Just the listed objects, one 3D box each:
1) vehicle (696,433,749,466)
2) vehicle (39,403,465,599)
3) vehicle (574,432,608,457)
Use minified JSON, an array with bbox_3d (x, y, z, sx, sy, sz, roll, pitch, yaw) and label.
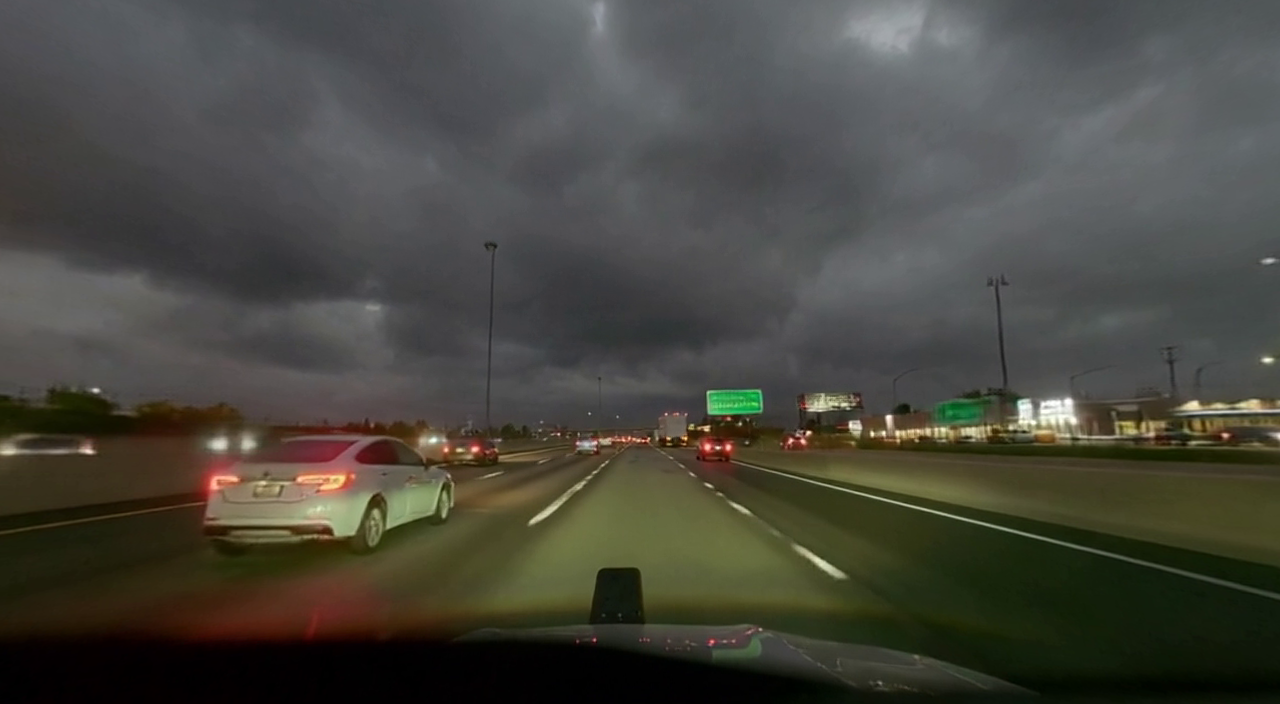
[{"bbox_3d":[4.145,5.014,32.352,2.135,1.532,4.506,1,-9,0],"label":"vehicle"},{"bbox_3d":[-3.658,1.494,7.137,2.008,1.504,4.264,0,-9,2],"label":"vehicle"},{"bbox_3d":[-3.300,6.385,43.247,2.001,1.577,4.055,0,-9,0],"label":"vehicle"}]
